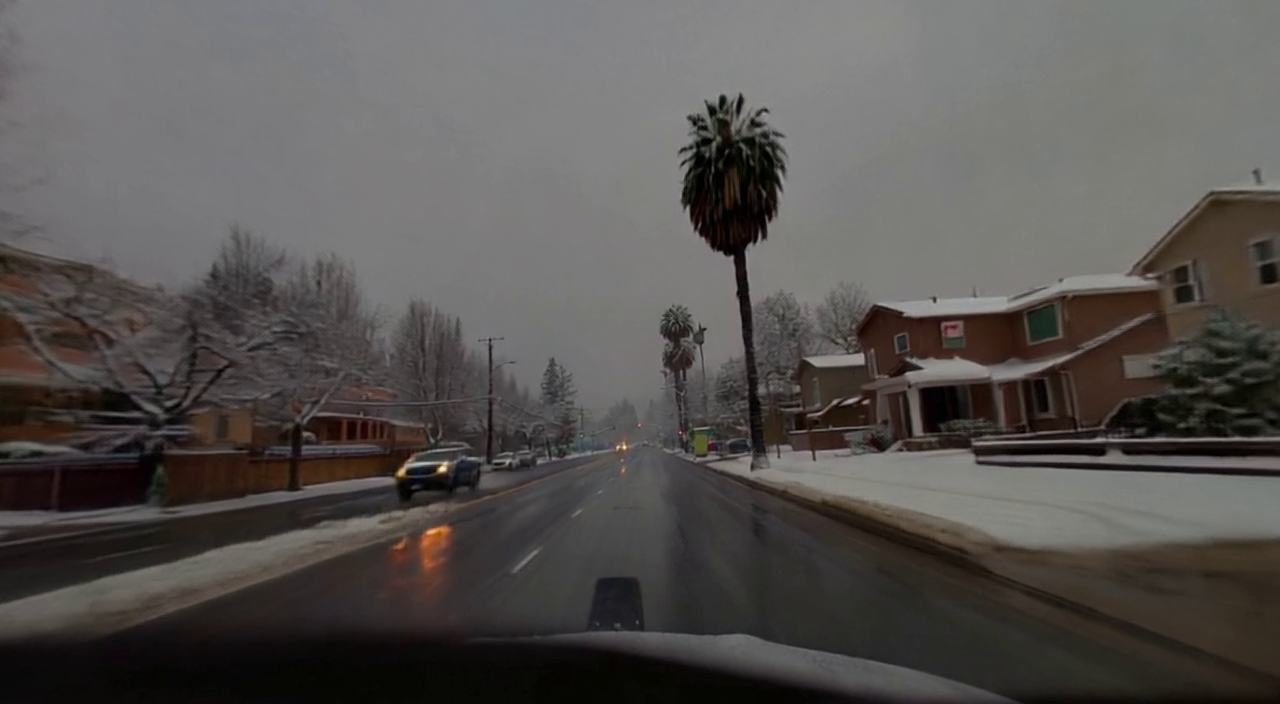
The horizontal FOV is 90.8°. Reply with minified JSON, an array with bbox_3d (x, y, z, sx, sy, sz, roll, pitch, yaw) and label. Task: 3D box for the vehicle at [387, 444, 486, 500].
[{"bbox_3d":[-7.227,4.265,22.996,1.992,1.802,4.602,-1,-8,1],"label":"vehicle"}]
